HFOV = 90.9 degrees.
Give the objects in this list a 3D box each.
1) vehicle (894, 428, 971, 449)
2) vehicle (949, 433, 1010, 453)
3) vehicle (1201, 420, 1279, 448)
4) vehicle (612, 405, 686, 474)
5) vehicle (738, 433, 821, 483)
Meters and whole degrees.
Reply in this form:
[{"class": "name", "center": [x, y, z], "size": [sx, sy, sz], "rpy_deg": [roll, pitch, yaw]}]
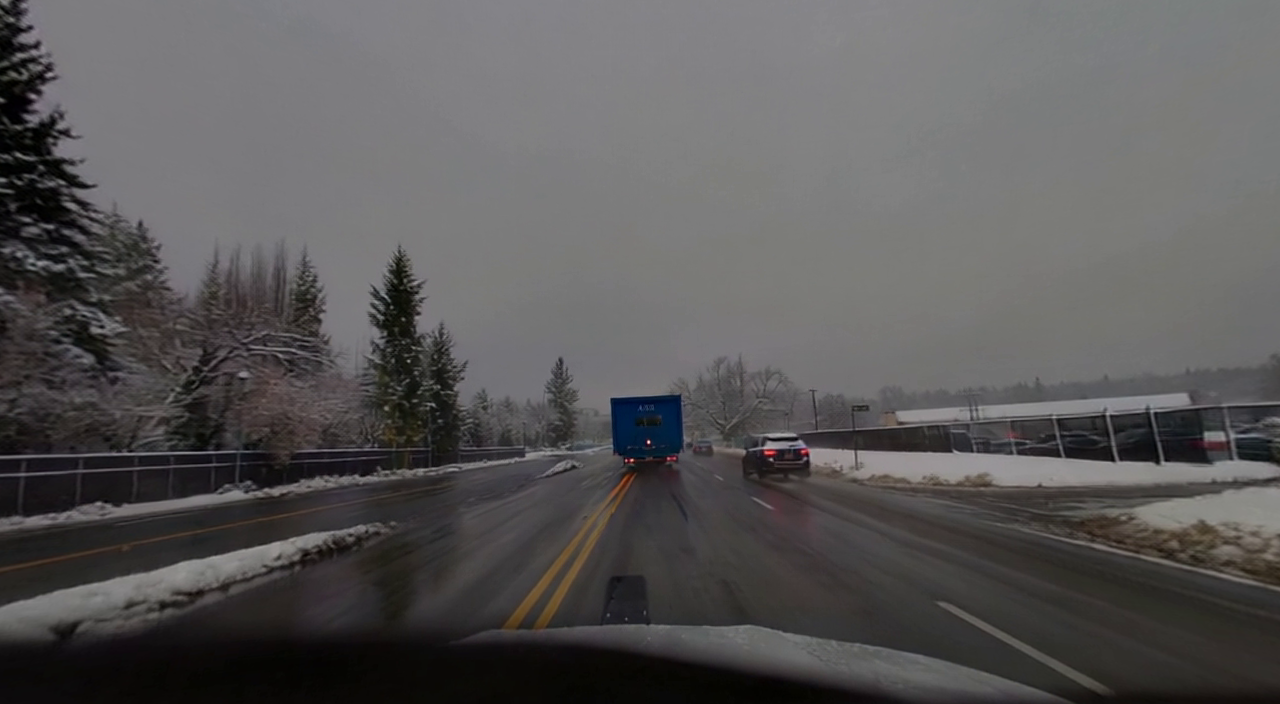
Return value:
[{"class": "vehicle", "center": [22.771, 6.761, 49.174], "size": [4.995, 1.543, 1.899], "rpy_deg": [0, -9, 1]}, {"class": "vehicle", "center": [23.343, 6.270, 43.370], "size": [3.251, 1.321, 1.555], "rpy_deg": [-1, -9, 0]}, {"class": "vehicle", "center": [43.517, 5.960, 45.676], "size": [2.050, 1.801, 5.143], "rpy_deg": [-5, -8, 15]}, {"class": "vehicle", "center": [0.506, 4.308, 30.973], "size": [3.197, 2.963, 7.055], "rpy_deg": [0, -8, 2]}, {"class": "vehicle", "center": [5.002, 3.864, 23.316], "size": [2.076, 1.661, 4.524], "rpy_deg": [0, -8, 0]}]
